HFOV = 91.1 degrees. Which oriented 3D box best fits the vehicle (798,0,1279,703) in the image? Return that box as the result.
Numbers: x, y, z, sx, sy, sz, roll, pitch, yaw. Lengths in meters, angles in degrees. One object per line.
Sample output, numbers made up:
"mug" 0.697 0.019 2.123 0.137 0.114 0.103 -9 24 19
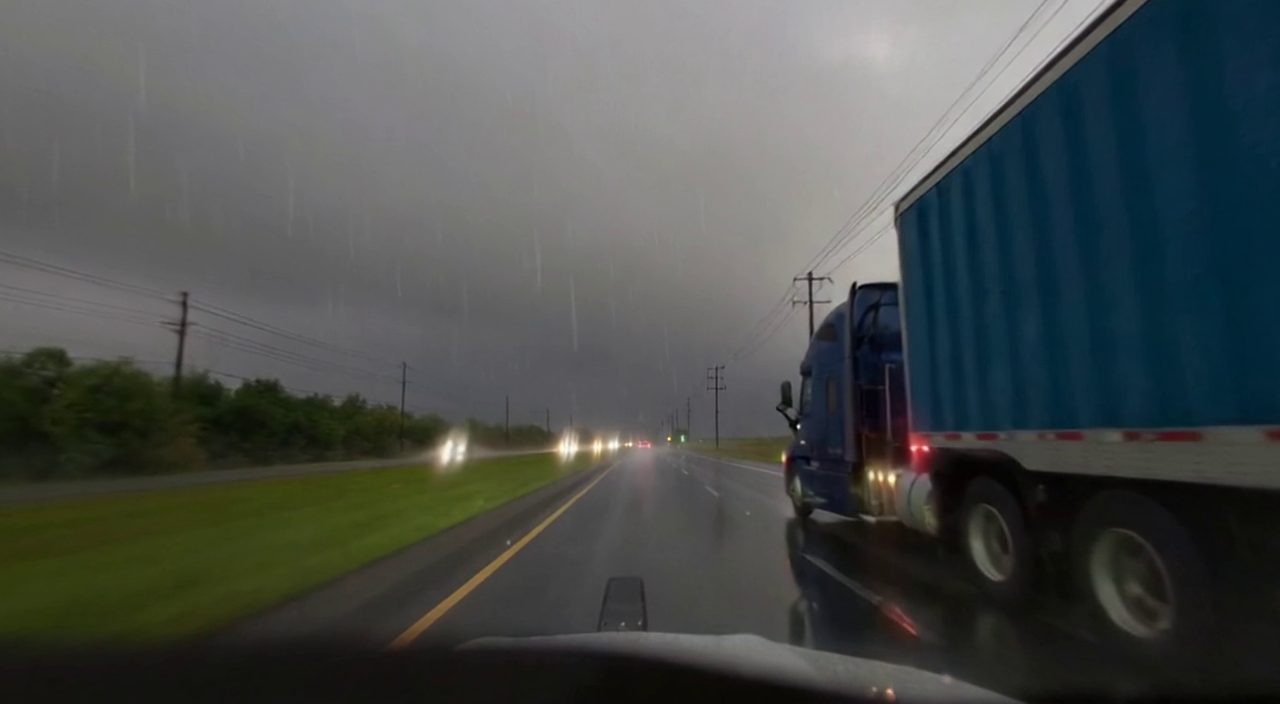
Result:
"vehicle" 4.015 0.206 5.354 3.031 3.879 8.478 0 -8 0
